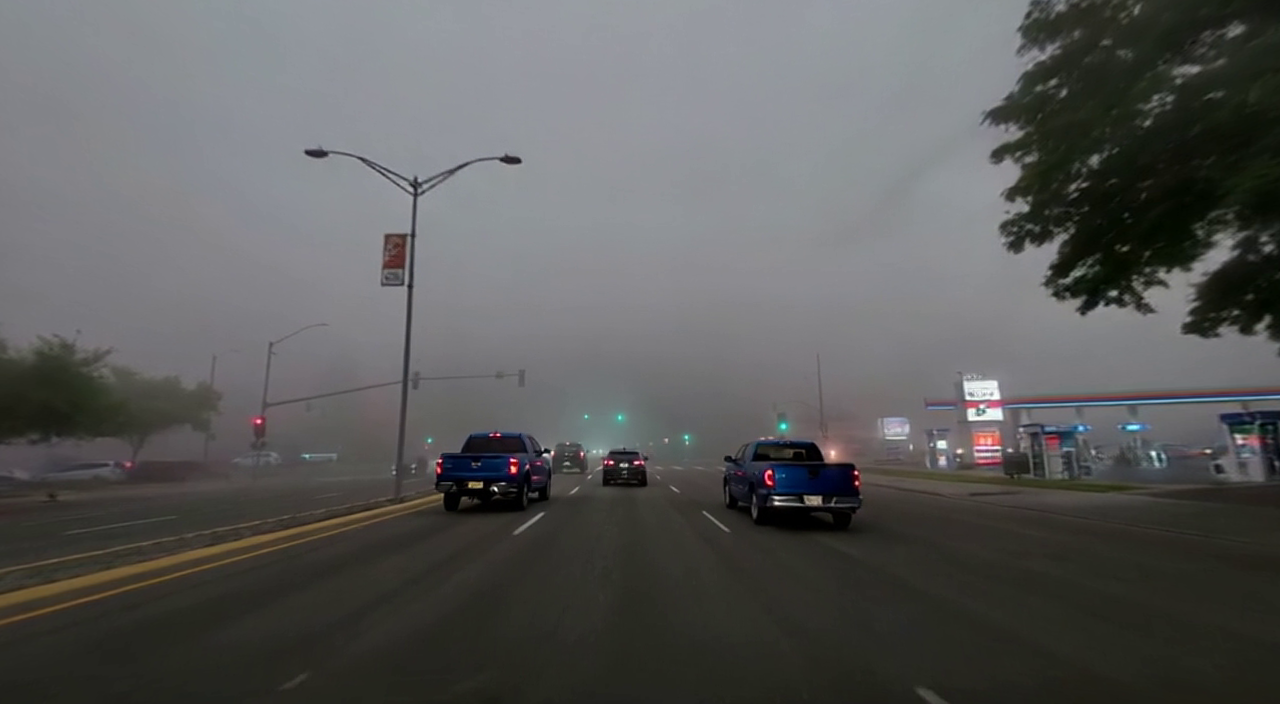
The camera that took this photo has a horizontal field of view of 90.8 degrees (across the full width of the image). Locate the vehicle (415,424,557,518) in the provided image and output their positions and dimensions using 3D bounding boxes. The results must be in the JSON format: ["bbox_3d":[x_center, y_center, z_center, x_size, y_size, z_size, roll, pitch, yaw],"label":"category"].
[{"bbox_3d":[-3.532,2.858,15.814,2.195,1.905,5.634,0,-9,-1],"label":"vehicle"}]

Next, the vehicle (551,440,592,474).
[{"bbox_3d":[-4.377,6.804,41.116,2.321,2.026,5.307,0,-9,-3],"label":"vehicle"}]

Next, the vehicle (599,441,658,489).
[{"bbox_3d":[-0.436,4.169,23.608,2.029,1.605,3.827,0,-9,-2],"label":"vehicle"}]

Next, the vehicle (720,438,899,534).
[{"bbox_3d":[2.952,2.441,12.220,2.061,1.487,4.462,0,-9,-2],"label":"vehicle"}]

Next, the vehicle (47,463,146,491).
[{"bbox_3d":[-36.167,8.272,42.146,1.929,1.636,4.589,-7,-11,38],"label":"vehicle"}]
